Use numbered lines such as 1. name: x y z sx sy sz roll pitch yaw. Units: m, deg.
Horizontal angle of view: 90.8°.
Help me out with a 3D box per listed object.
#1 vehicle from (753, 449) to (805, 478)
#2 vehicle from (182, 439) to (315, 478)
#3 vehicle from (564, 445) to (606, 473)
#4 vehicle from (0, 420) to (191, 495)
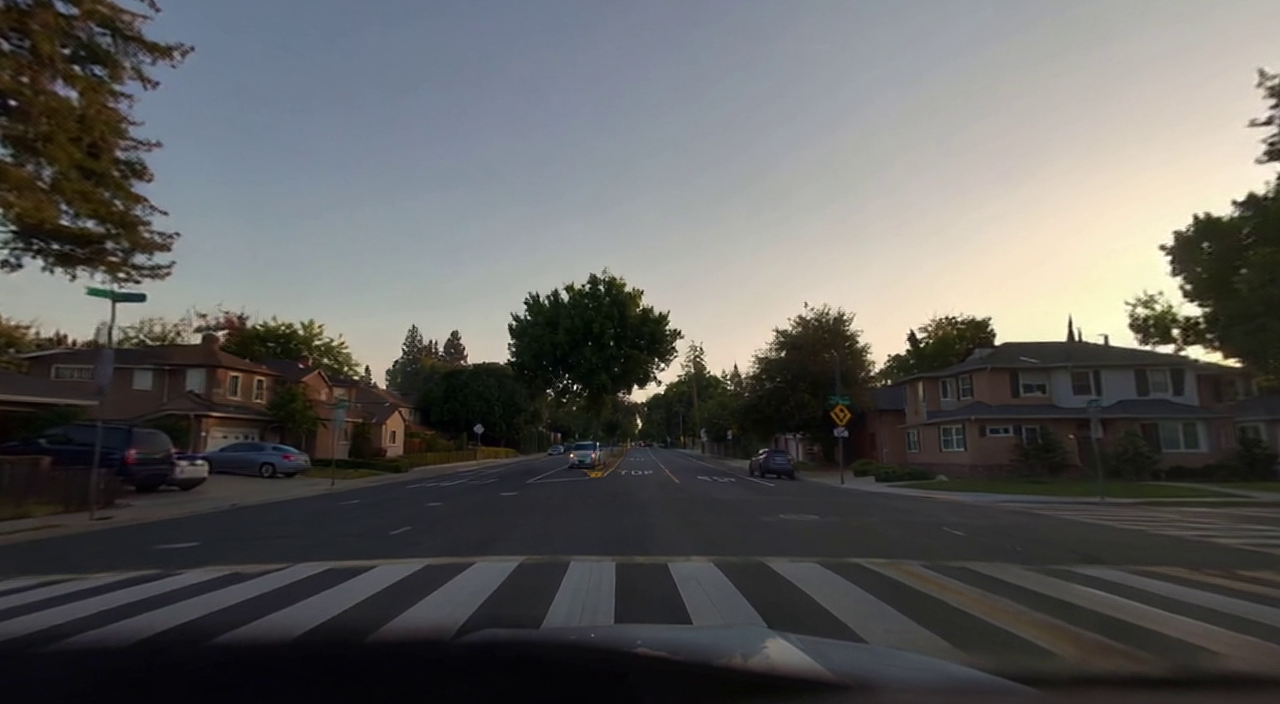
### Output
1. vehicle: 8.004 6.449 36.862 2.029 1.554 4.705 0 -9 1
2. vehicle: -17.940 4.902 29.141 4.743 1.734 1.994 0 -9 -1
3. vehicle: -3.080 6.063 36.003 2.014 1.499 3.999 0 -9 0
4. vehicle: -17.916 3.407 20.509 4.800 2.259 2.303 0 -9 0
